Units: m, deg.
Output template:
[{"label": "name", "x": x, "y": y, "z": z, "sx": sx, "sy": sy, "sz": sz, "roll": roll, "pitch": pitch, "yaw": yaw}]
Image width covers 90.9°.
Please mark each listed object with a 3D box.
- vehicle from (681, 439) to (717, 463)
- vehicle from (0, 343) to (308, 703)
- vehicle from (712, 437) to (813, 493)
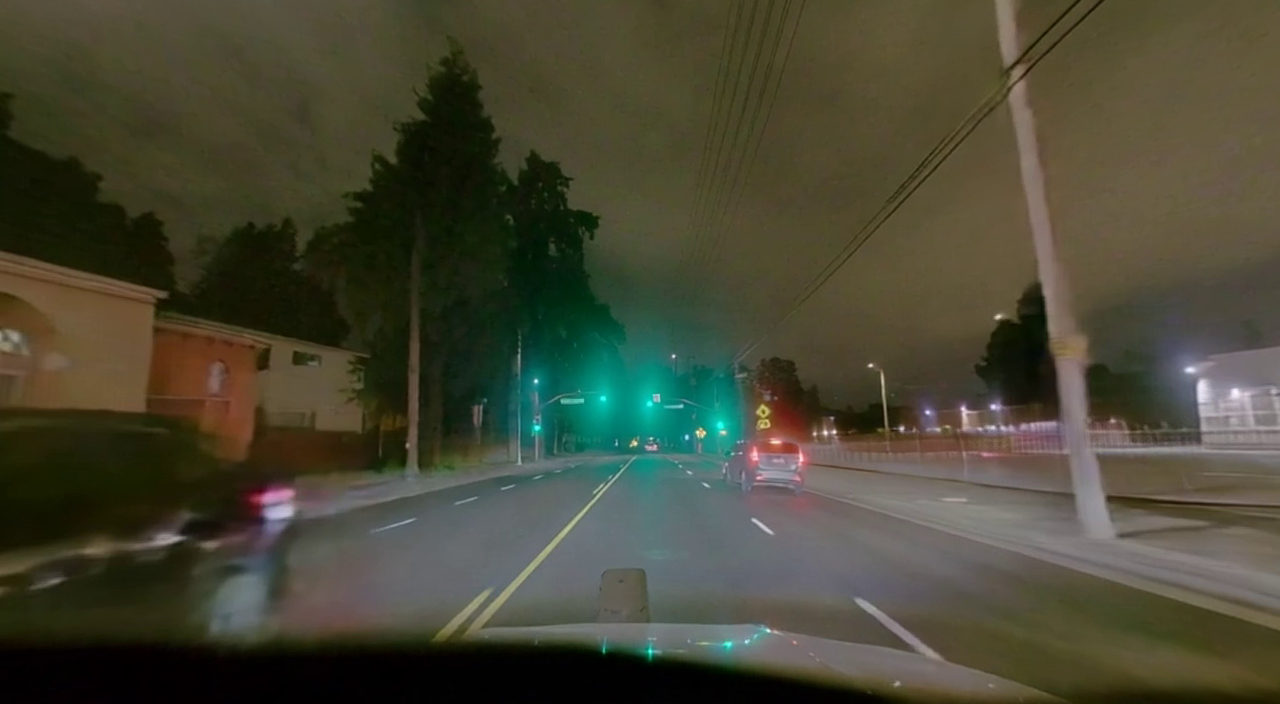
[{"label": "vehicle", "x": 4.147, "y": 7.061, "z": 45.007, "sx": 2.035, "sy": 1.564, "sz": 4.719, "roll": 0, "pitch": -9, "yaw": 0}, {"label": "vehicle", "x": -3.049, "y": 0.746, "z": 1.423, "sx": 2.109, "sy": 1.681, "sz": 4.417, "roll": 0, "pitch": -9, "yaw": 1}, {"label": "vehicle", "x": 3.572, "y": 3.393, "z": 19.353, "sx": 2.072, "sy": 1.471, "sz": 4.834, "roll": 0, "pitch": -9, "yaw": -1}]
